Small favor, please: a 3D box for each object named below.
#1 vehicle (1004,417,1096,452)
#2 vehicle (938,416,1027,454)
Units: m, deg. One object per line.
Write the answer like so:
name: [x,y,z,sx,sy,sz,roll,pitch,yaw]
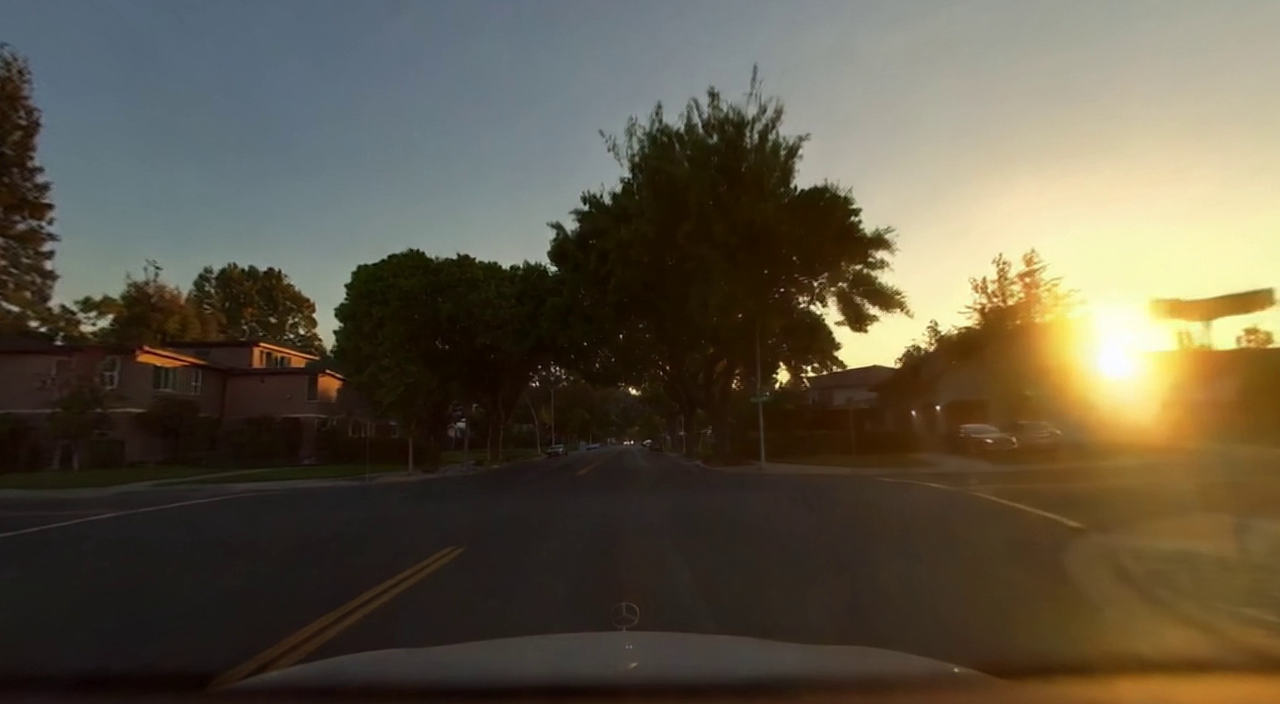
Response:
vehicle: [18.873,3.859,29.243,1.803,1.504,4.324,-1,-8,7]
vehicle: [16.115,3.970,29.911,1.829,1.667,4.437,0,-8,2]
